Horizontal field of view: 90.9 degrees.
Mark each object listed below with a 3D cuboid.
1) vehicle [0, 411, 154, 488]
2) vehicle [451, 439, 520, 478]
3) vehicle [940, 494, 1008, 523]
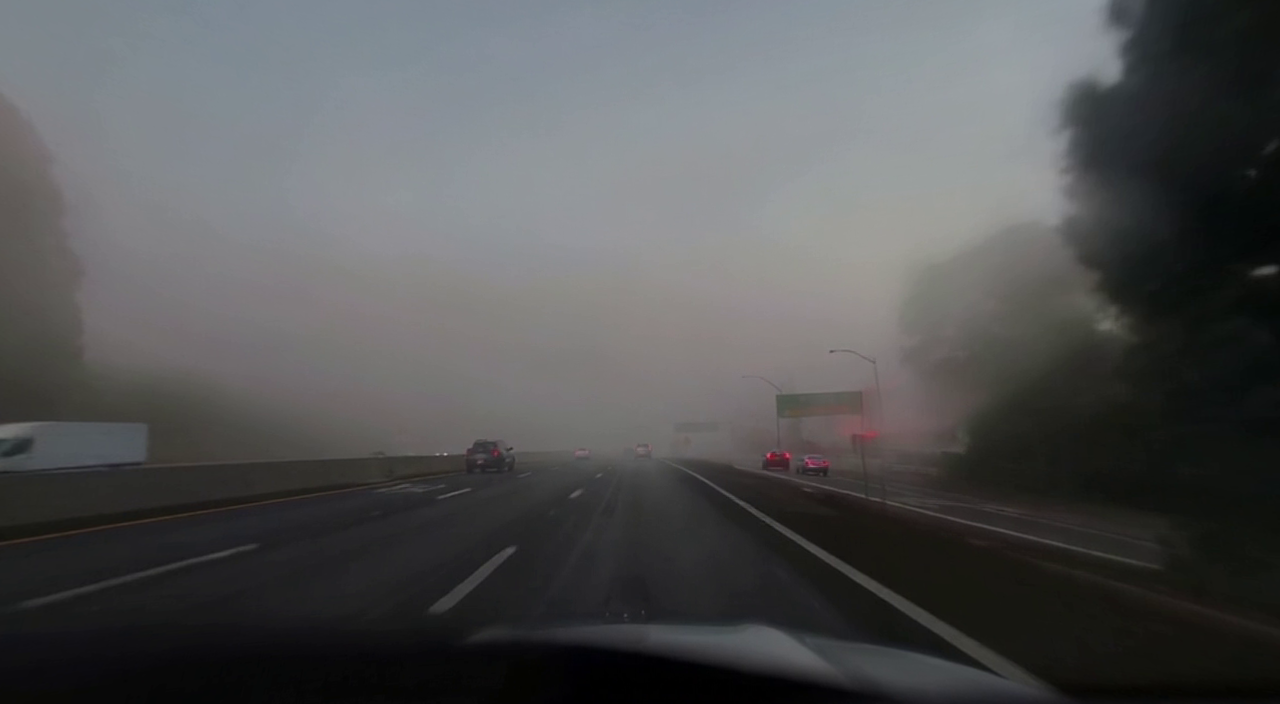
[{"bbox_3d":[-32.213,5.346,34.651,2.906,3.623,9.852,0,-9,1],"label":"vehicle"},{"bbox_3d":[-7.187,4.980,29.769,2.088,1.678,4.426,0,-9,0],"label":"vehicle"},{"bbox_3d":[22.246,10.424,42.193,1.790,1.475,4.520,1,-9,-4],"label":"vehicle"}]
